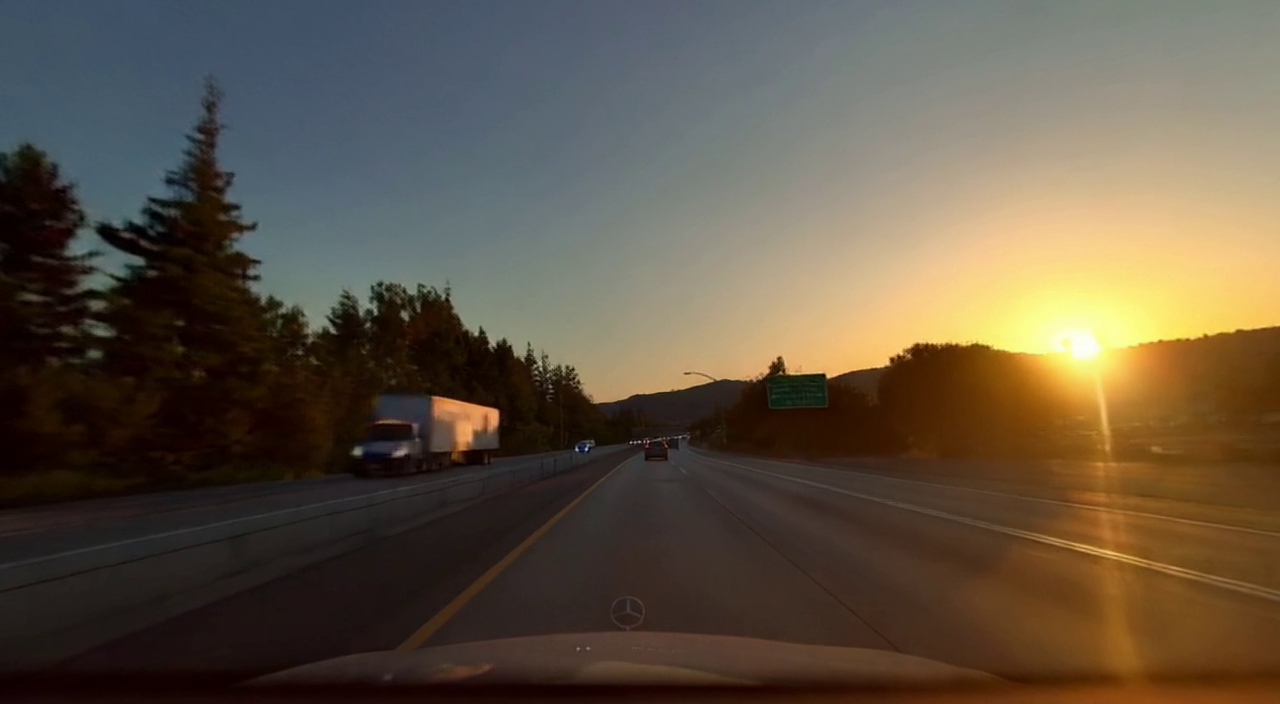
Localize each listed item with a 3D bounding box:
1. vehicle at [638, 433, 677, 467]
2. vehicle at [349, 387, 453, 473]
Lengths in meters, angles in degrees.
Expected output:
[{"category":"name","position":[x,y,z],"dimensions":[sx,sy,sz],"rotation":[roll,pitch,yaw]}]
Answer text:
[{"category":"vehicle","position":[1.096,6.058,39.121],"dimensions":[2.301,1.944,4.554],"rotation":[0,-8,1]},{"category":"vehicle","position":[-11.469,3.841,30.808],"dimensions":[2.907,3.852,5.056],"rotation":[0,-8,1]}]
